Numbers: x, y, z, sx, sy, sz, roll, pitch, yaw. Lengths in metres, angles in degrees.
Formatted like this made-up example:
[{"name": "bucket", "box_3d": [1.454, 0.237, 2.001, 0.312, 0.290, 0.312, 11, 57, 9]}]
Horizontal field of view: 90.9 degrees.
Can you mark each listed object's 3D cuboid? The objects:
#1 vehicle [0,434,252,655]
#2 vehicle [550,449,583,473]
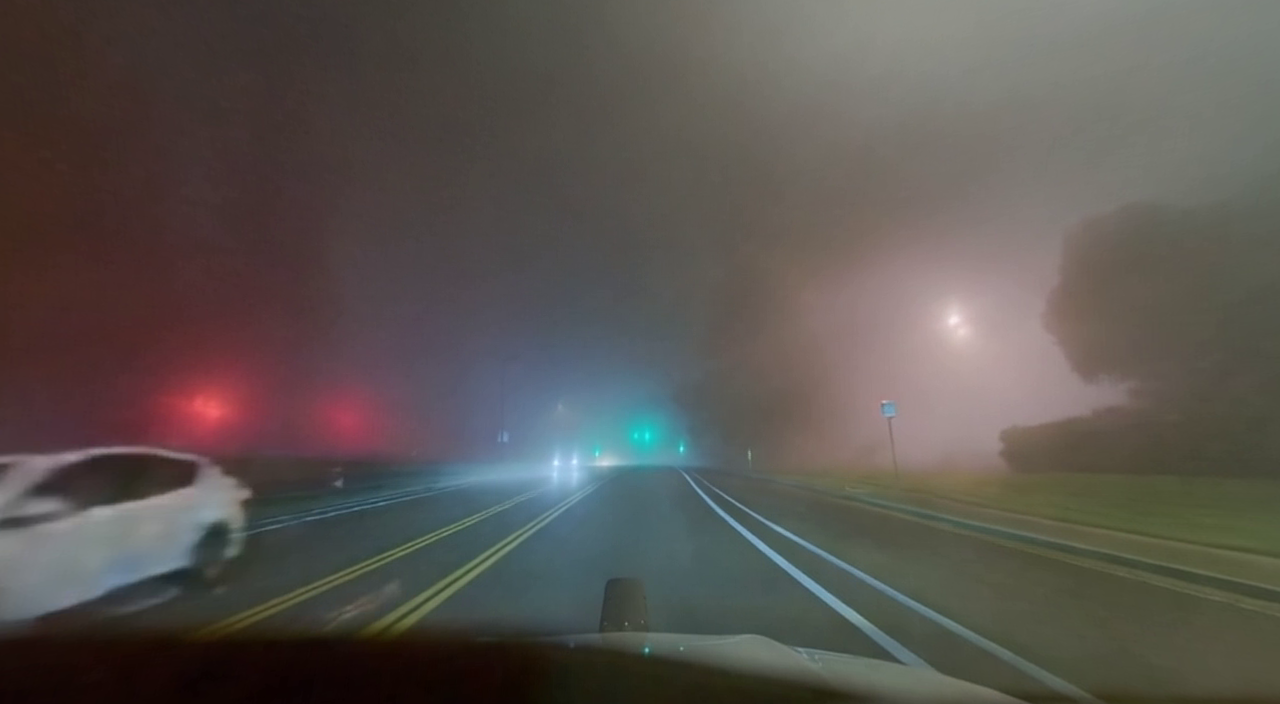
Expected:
[{"name": "vehicle", "box_3d": [-5.488, 1.405, 4.830, 2.133, 1.508, 4.535, 0, -8, 0]}, {"name": "vehicle", "box_3d": [-5.120, 7.647, 44.266, 1.816, 1.543, 3.931, 0, -8, 1]}]
